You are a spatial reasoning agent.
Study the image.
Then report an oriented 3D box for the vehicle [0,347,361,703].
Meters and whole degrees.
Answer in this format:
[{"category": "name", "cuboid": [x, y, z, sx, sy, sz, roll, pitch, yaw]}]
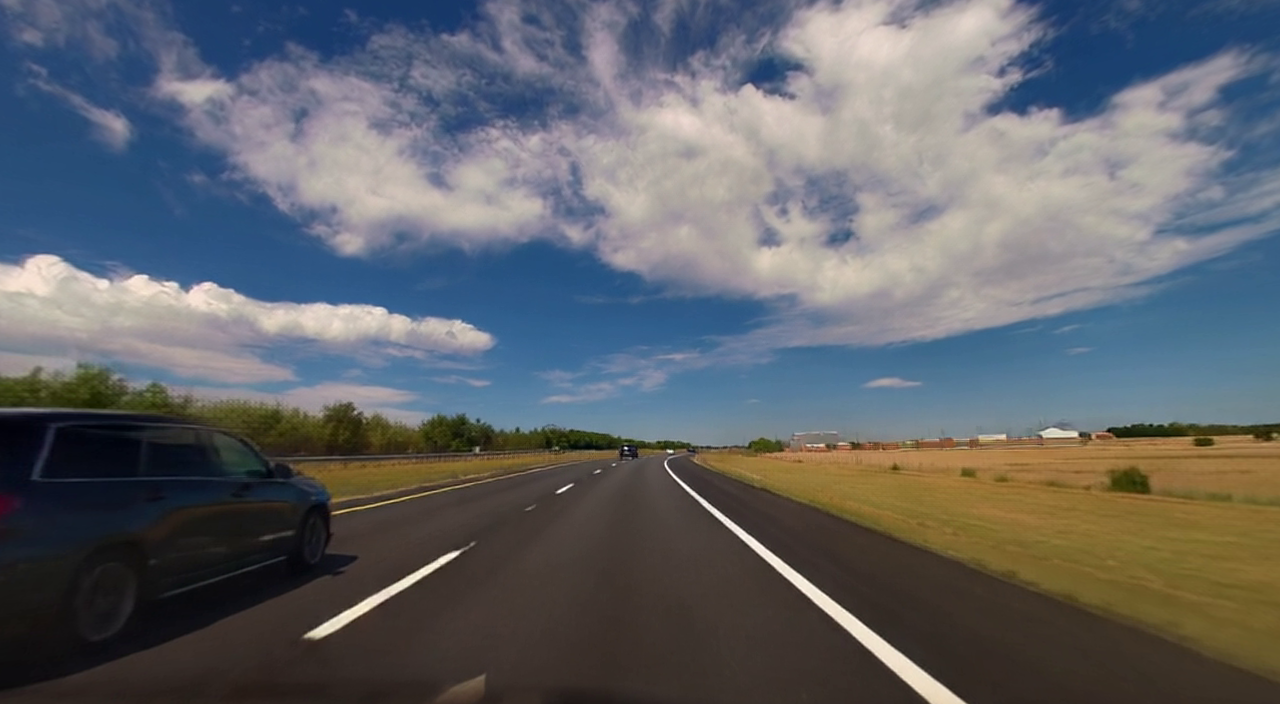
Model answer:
[{"category": "vehicle", "cuboid": [-4.165, 1.082, 4.406, 2.193, 1.771, 4.757, 0, -9, 1]}]
